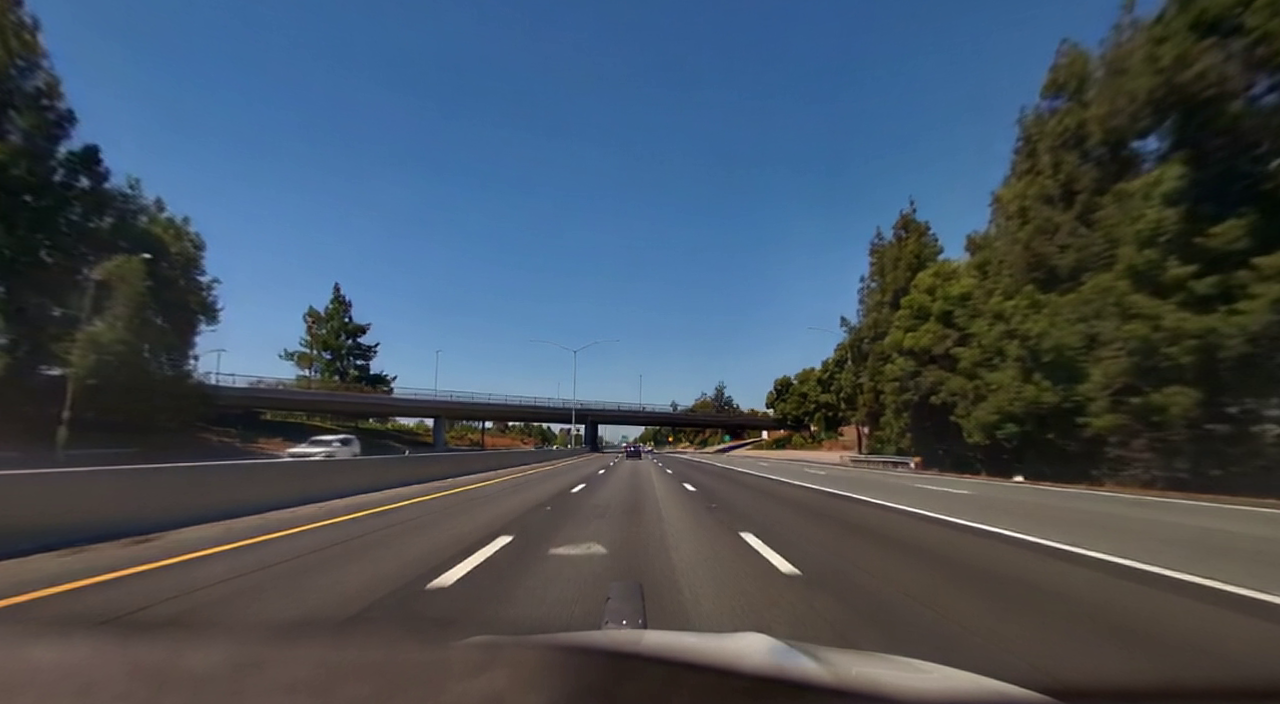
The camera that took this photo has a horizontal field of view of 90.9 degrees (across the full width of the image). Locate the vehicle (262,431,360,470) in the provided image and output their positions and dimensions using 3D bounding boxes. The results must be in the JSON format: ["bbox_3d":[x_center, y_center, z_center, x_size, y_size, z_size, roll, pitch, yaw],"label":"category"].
[{"bbox_3d":[-15.059,4.556,29.233,1.957,1.648,4.783,0,-9,0],"label":"vehicle"}]
